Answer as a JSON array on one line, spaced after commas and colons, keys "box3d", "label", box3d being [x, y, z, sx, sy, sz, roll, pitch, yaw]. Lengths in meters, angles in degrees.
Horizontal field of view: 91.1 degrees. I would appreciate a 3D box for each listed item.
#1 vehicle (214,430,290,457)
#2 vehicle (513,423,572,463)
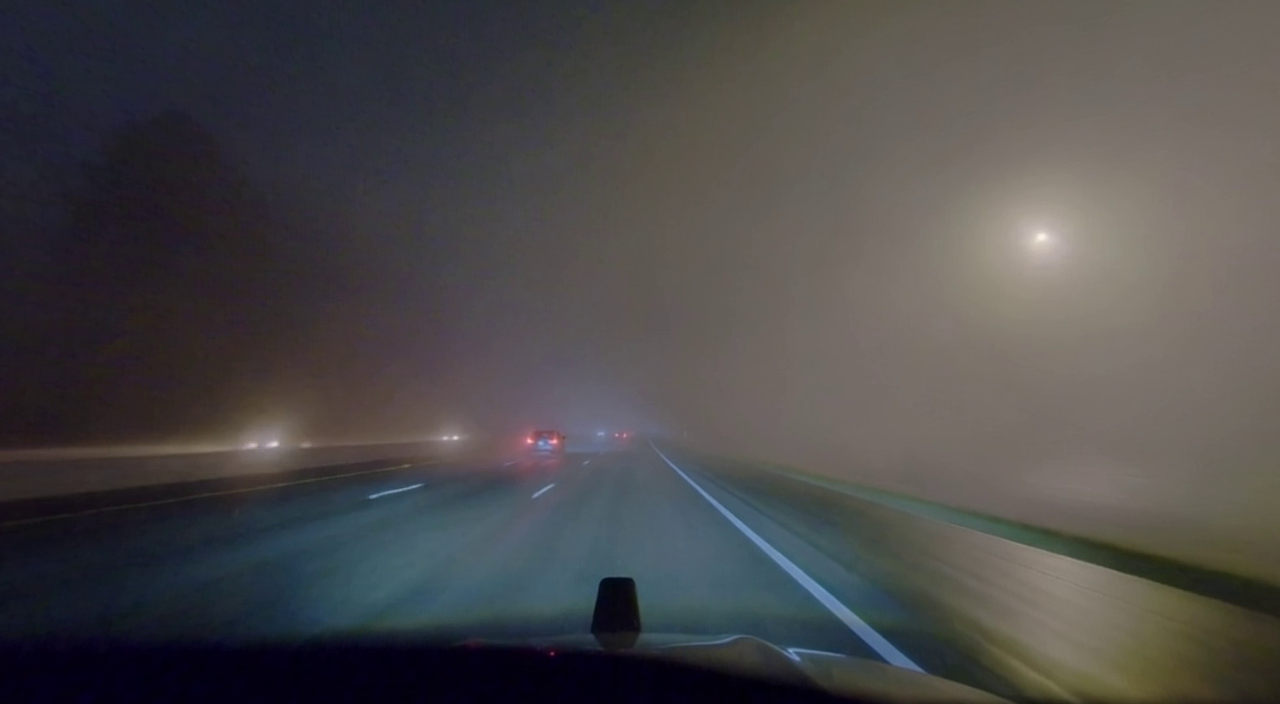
[{"box3d": [-23.820, 5.623, 38.774, 1.870, 1.595, 4.330, 0, -8, 1], "label": "vehicle"}, {"box3d": [-4.437, 4.210, 29.277, 1.980, 1.721, 4.419, 0, -8, 1], "label": "vehicle"}]
